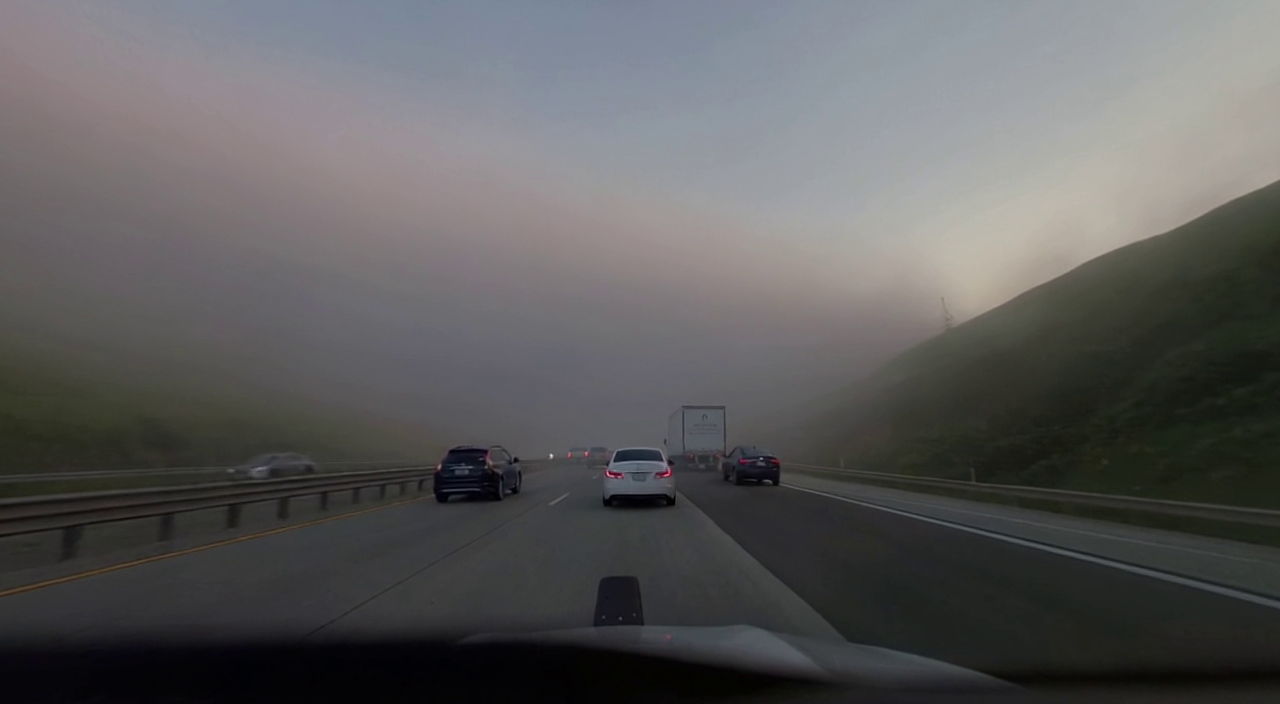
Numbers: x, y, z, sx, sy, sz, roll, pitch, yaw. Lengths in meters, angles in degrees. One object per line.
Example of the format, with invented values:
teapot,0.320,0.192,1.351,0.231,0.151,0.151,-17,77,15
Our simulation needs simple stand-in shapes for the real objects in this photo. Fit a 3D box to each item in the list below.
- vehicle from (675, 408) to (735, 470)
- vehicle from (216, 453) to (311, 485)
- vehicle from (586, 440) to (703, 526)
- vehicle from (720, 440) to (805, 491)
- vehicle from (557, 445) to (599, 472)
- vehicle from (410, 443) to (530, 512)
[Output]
vehicle,4.701,6.967,49.441,3.194,4.038,16.301,0,-9,1
vehicle,-18.905,5.869,31.980,1.871,1.464,4.572,-1,-9,2
vehicle,0.086,2.591,12.932,2.041,1.484,3.535,0,-9,0
vehicle,4.148,3.934,22.142,2.029,1.579,4.484,0,-9,-1
vehicle,-4.036,7.012,41.801,2.211,1.669,4.224,0,-9,1
vehicle,-4.092,3.075,15.870,1.848,1.486,3.832,0,-9,1
